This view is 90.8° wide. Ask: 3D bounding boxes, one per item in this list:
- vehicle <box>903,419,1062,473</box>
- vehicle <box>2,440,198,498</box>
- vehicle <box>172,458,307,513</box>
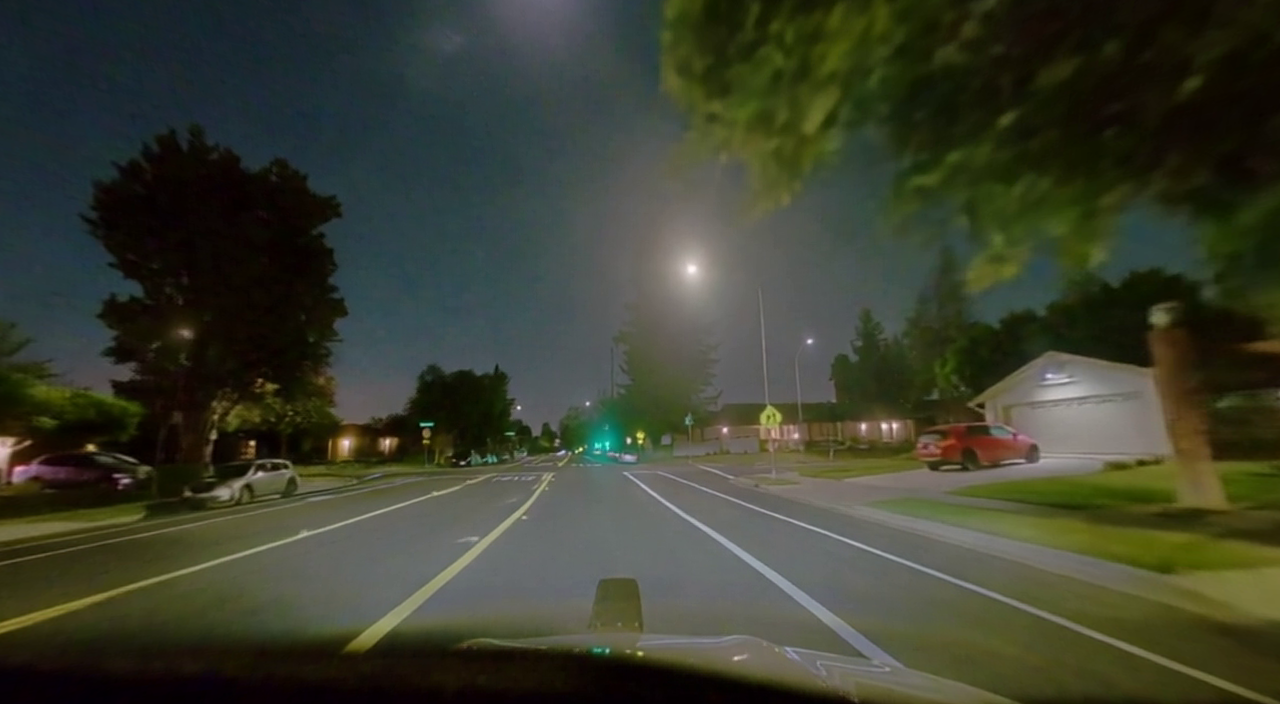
[{"bbox_3d":[11.150,3.065,20.679,4.216,1.634,1.999,2,-9,-15],"label":"vehicle"},{"bbox_3d":[-20.821,4.511,24.575,5.560,1.892,2.099,-2,-9,-2],"label":"vehicle"},{"bbox_3d":[-12.802,4.238,20.555,1.870,1.451,4.140,0,-8,-4],"label":"vehicle"}]
